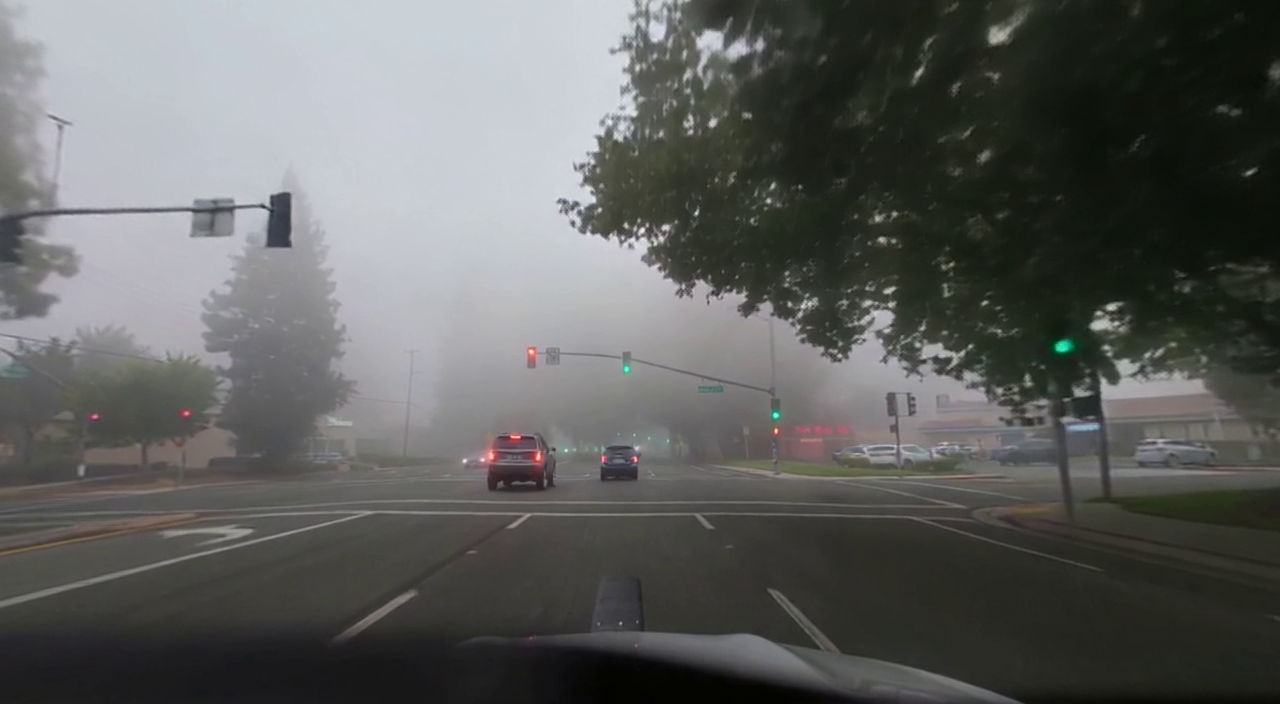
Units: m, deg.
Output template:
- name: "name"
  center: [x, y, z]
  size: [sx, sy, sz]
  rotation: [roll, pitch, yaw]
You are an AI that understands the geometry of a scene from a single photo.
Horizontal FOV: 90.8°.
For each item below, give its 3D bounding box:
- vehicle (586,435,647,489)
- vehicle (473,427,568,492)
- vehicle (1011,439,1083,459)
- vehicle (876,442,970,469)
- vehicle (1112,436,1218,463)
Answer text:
- name: "vehicle"
  center: [-0.814, 4.058, 23.664]
  size: [2.061, 1.809, 4.141]
  rotation: [0, -8, 0]
- name: "vehicle"
  center: [-4.013, 3.749, 22.387]
  size: [2.252, 1.999, 5.605]
  rotation: [0, -8, 0]
- name: "vehicle"
  center: [31.428, 7.492, 48.837]
  size: [4.347, 1.457, 1.785]
  rotation: [0, -8, -1]
- name: "vehicle"
  center: [18.789, 6.880, 42.135]
  size: [5.209, 1.743, 2.081]
  rotation: [0, -9, -1]
- name: "vehicle"
  center: [31.556, 5.860, 38.072]
  size: [4.527, 1.513, 2.067]
  rotation: [-1, -8, -1]
